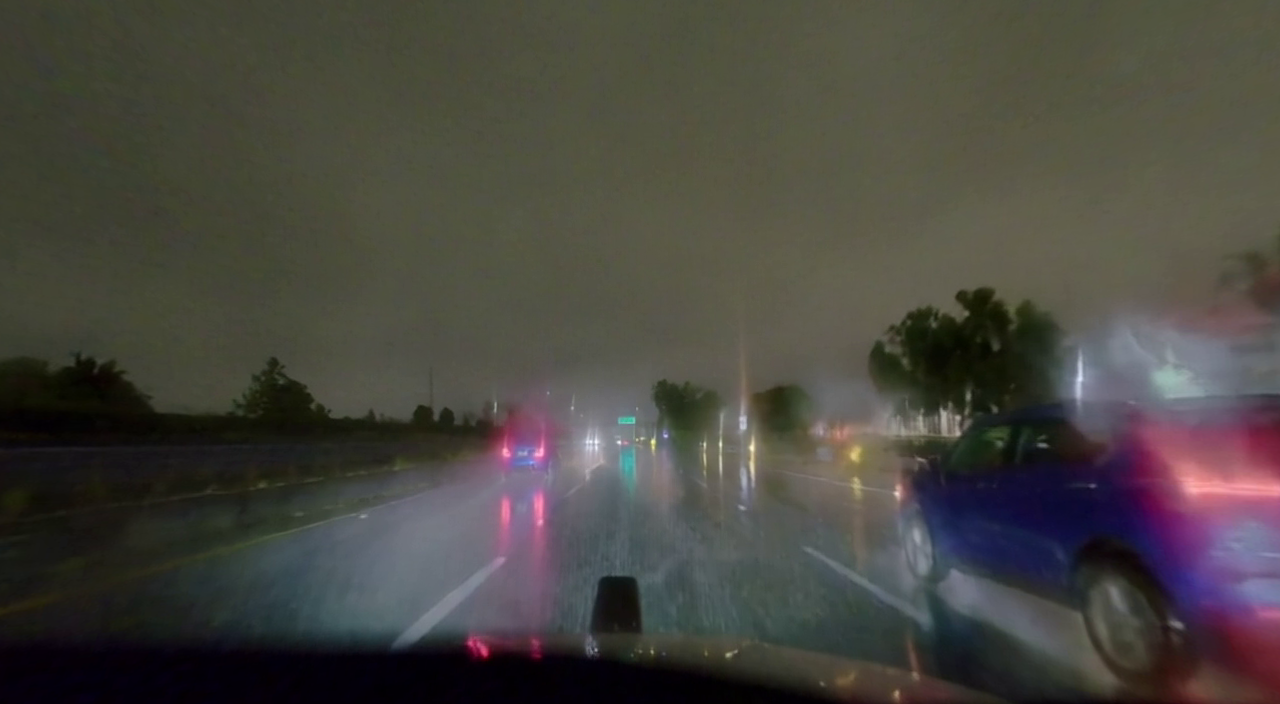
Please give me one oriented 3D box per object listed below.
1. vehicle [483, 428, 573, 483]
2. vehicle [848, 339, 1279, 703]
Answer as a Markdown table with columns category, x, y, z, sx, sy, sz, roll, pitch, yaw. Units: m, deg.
| category | x | y | z | sx | sy | sz | roll | pitch | yaw |
| --- | --- | --- | --- | --- | --- | --- | --- | --- | --- |
| vehicle | -3.595 | 3.415 | 21.093 | 2.206 | 1.604 | 4.374 | 0 | -8 | 0 |
| vehicle | 3.323 | 1.060 | 4.184 | 2.349 | 1.651 | 4.161 | 0 | -8 | -1 |
